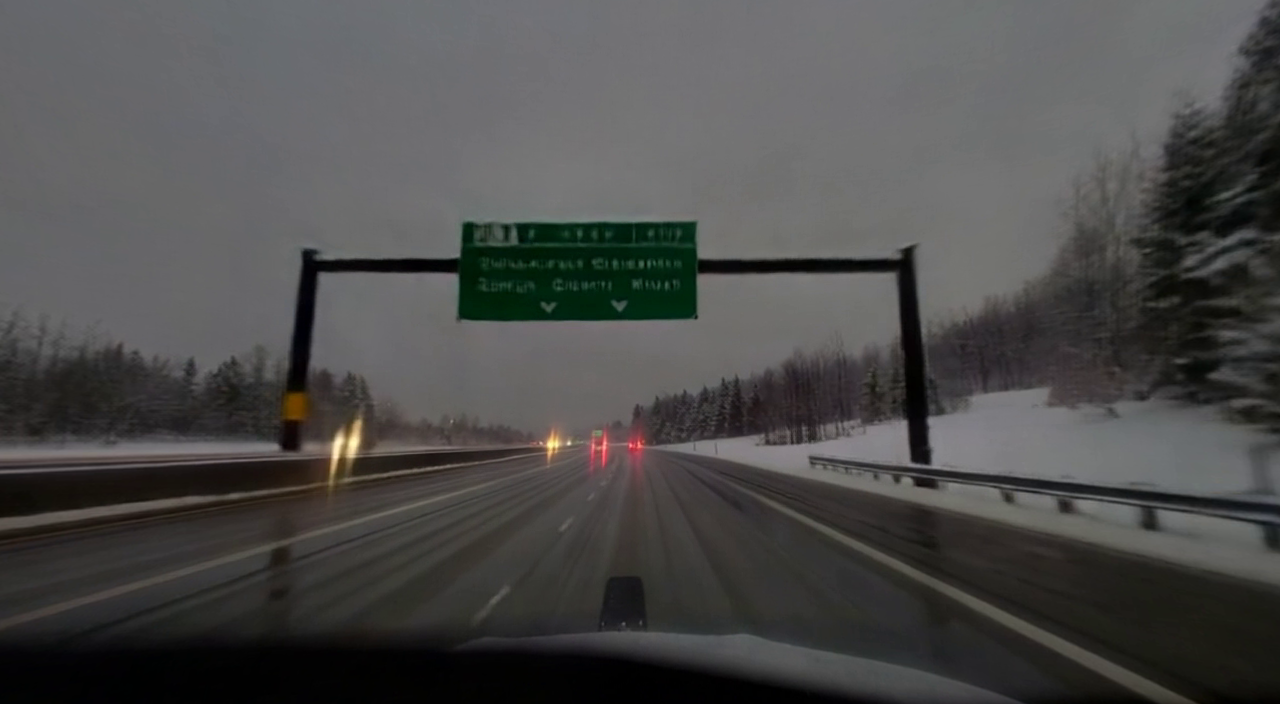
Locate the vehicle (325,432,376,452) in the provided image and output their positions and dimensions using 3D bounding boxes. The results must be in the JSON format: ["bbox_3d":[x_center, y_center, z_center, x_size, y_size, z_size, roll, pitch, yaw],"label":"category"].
[{"bbox_3d":[-22.433,6.993,48.912,1.930,1.526,4.257,0,-8,0],"label":"vehicle"}]
